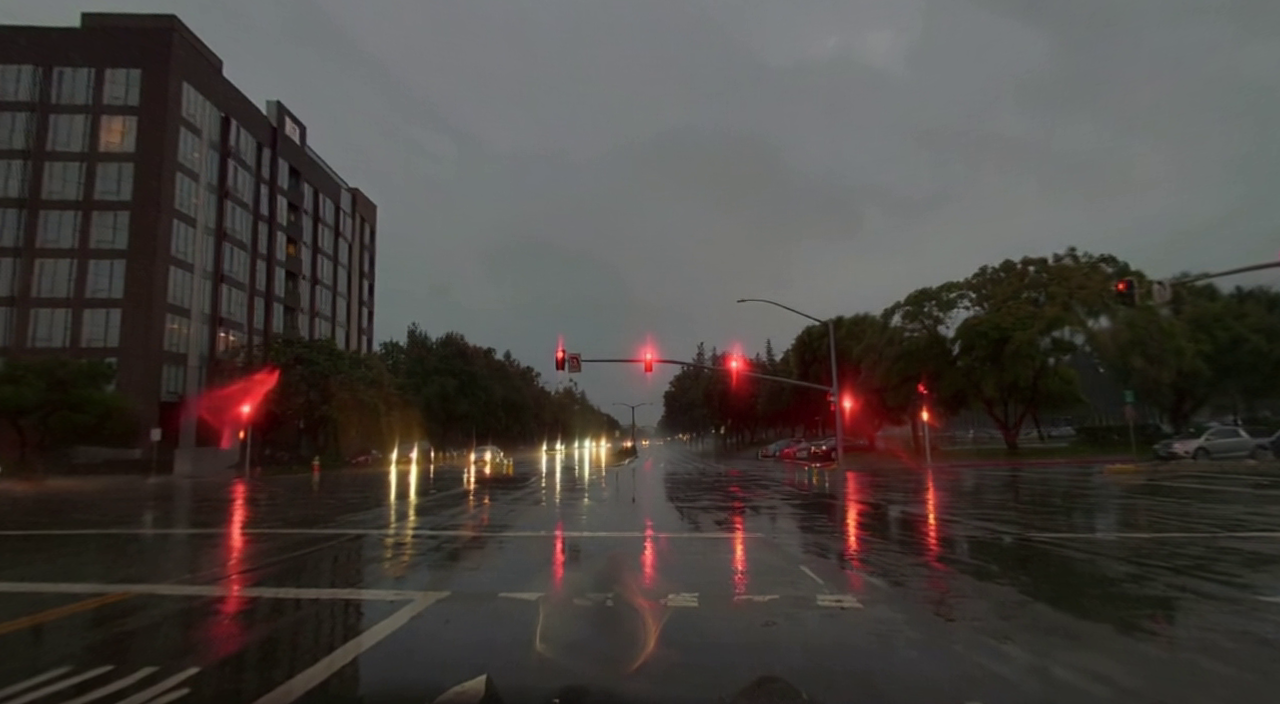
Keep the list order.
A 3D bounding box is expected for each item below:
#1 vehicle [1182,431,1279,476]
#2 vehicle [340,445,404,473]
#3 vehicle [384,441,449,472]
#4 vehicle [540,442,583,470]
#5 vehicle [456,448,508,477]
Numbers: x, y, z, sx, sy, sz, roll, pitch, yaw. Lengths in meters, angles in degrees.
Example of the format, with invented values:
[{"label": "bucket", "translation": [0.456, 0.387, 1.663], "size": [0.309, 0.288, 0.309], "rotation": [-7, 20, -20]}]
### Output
[{"label": "vehicle", "translation": [22.311, 3.565, 22.365], "size": [4.474, 1.477, 1.908], "rotation": [0, -9, -3]}, {"label": "vehicle", "translation": [-18.559, 7.412, 44.081], "size": [2.237, 1.842, 5.116], "rotation": [0, -9, 0]}, {"label": "vehicle", "translation": [-15.145, 7.123, 43.248], "size": [2.340, 1.946, 5.450], "rotation": [-1, -9, 1]}, {"label": "vehicle", "translation": [-4.282, 5.784, 35.311], "size": [2.109, 1.461, 4.637], "rotation": [0, -9, -4]}, {"label": "vehicle", "translation": [-7.697, 5.391, 31.185], "size": [1.910, 1.288, 4.093], "rotation": [1, -9, -6]}]
